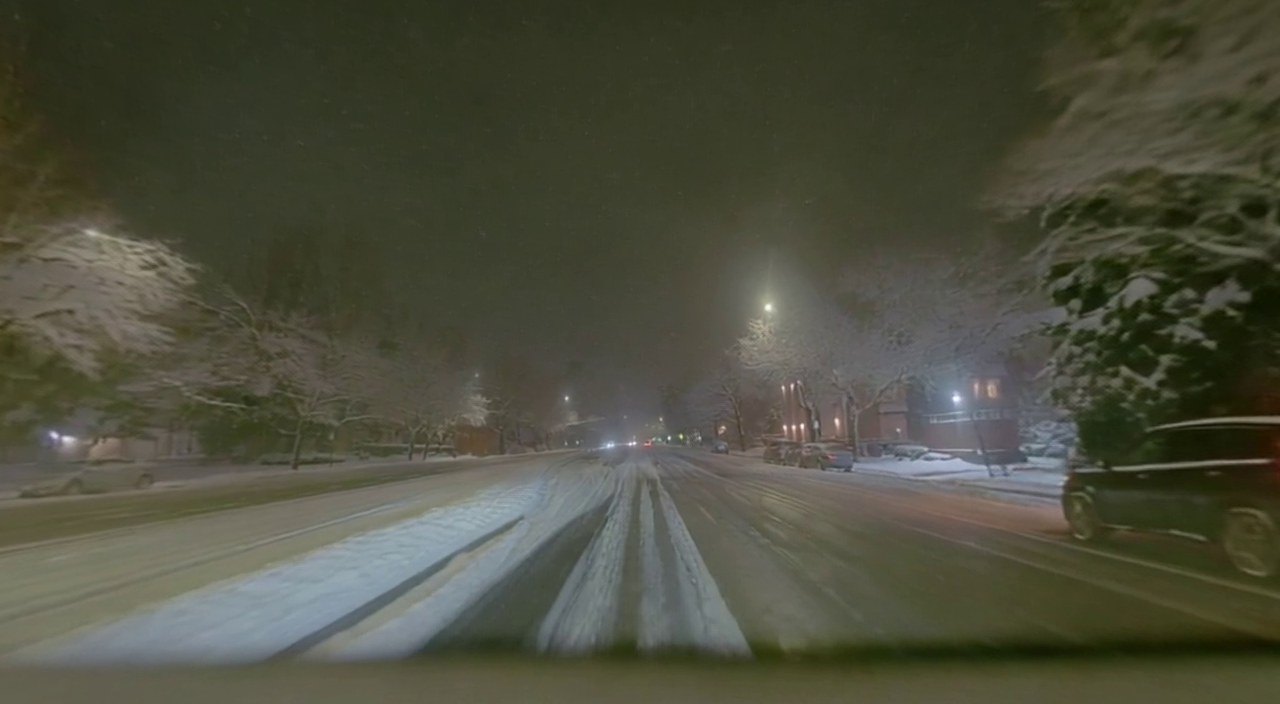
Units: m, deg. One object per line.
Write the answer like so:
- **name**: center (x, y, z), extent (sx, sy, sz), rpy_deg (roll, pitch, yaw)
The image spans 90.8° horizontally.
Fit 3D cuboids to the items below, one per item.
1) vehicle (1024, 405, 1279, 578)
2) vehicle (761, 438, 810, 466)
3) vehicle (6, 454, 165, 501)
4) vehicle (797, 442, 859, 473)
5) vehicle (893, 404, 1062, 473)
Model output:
- **vehicle**: center (7.052, 1.524, 7.329), extent (2.053, 1.628, 4.717), rpy_deg (0, -9, -2)
- **vehicle**: center (10.080, 6.958, 44.219), extent (2.092, 1.848, 4.879), rpy_deg (0, -9, -2)
- **vehicle**: center (-20.609, 4.636, 23.818), extent (1.945, 1.469, 4.539), rpy_deg (-1, -8, -1)
- **vehicle**: center (10.294, 5.775, 34.835), extent (1.931, 1.565, 4.043), rpy_deg (1, -8, -4)
- **vehicle**: center (17.136, 4.457, 32.444), extent (6.927, 3.298, 2.751), rpy_deg (0, -8, 0)
